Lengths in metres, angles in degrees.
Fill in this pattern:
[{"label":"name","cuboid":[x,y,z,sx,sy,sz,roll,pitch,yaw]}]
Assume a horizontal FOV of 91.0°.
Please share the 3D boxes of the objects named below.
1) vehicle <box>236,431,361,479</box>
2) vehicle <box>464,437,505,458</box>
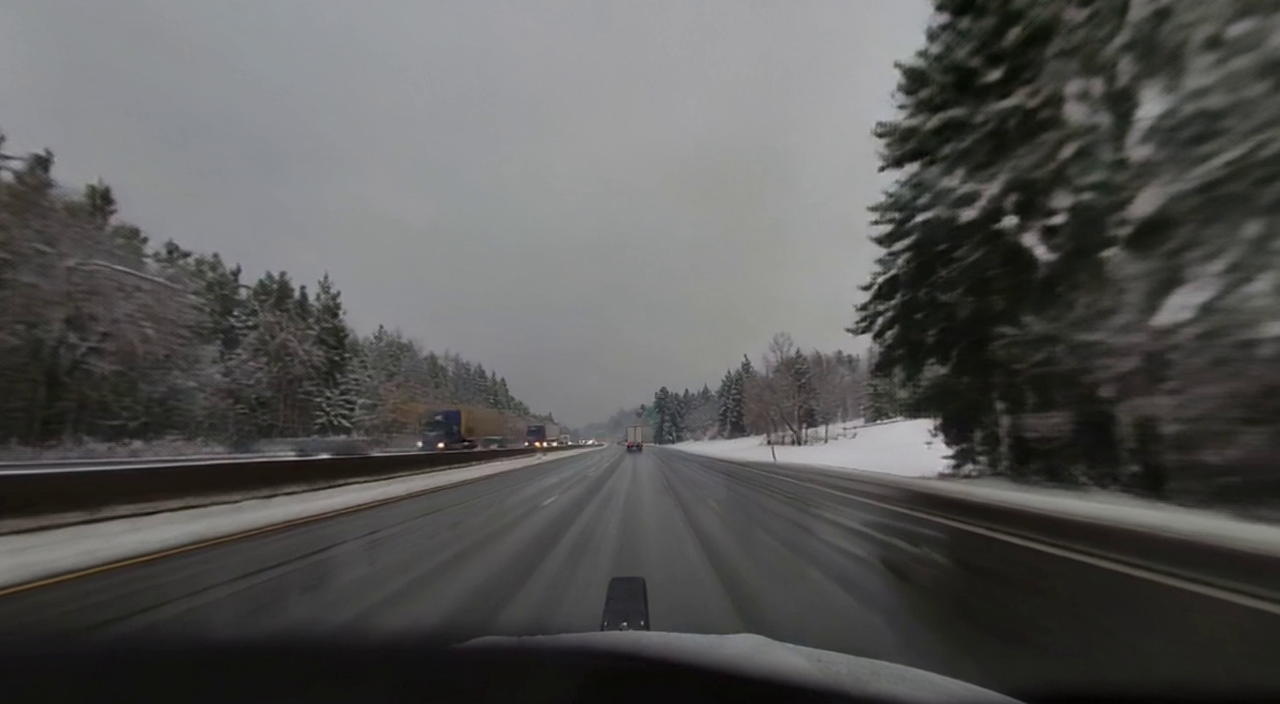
[{"label":"vehicle","cuboid":[-11.730,3.551,22.008,1.925,1.490,4.372,0,-8,0]},{"label":"vehicle","cuboid":[-11.461,7.060,46.603,1.948,1.519,4.592,0,-8,-1]}]
